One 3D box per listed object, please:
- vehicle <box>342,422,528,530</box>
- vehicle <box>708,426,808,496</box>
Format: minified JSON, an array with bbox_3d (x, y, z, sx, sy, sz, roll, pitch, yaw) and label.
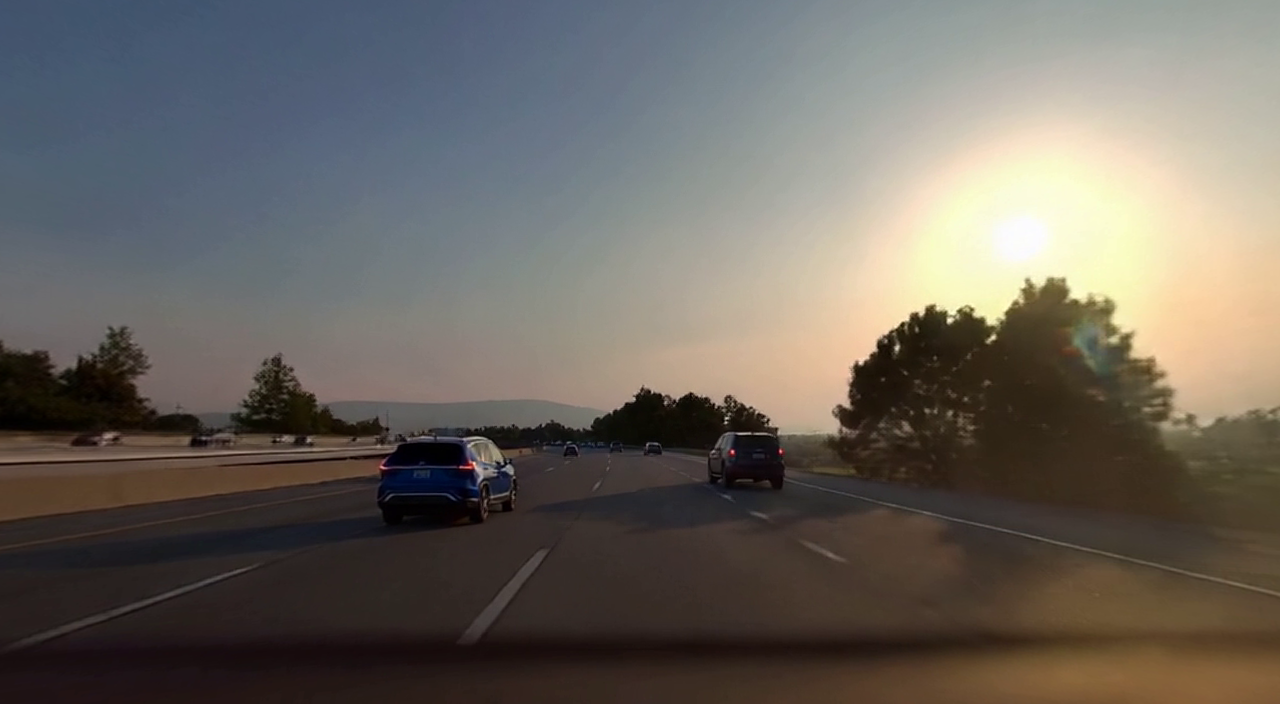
[{"bbox_3d":[-3.754,2.370,12.605,2.214,1.743,4.465,0,-9,0],"label":"vehicle"},{"bbox_3d":[3.474,3.333,19.578,2.153,1.860,4.689,0,-9,-1],"label":"vehicle"}]
